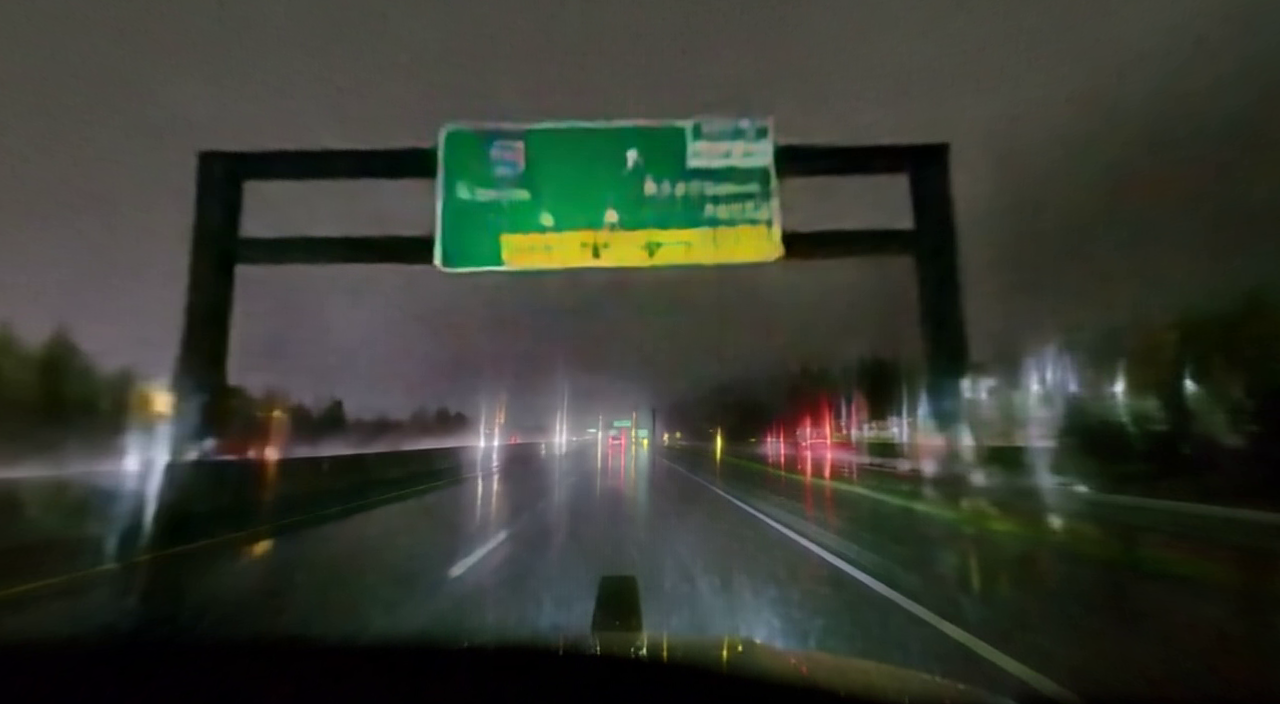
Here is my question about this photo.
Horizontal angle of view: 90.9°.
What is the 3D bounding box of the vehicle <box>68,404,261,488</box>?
[{"bbox_3d":[-17.993,3.568,24.508,2.546,2.779,6.379,0,-7,-1],"label":"vehicle"}]
